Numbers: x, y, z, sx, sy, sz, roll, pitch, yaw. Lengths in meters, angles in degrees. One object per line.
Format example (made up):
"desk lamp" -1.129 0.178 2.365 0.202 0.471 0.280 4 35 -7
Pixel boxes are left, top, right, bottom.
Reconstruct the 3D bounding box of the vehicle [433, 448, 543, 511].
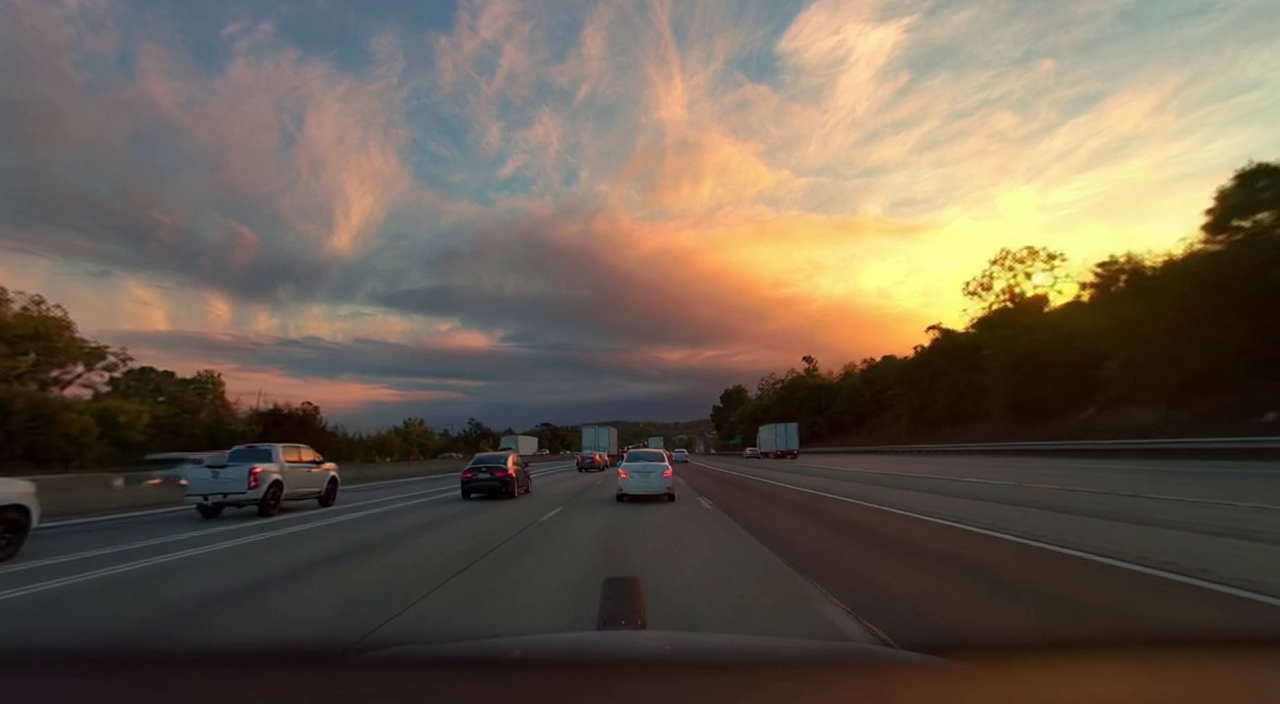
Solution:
"vehicle" -4.068 3.470 17.670 1.929 1.509 4.331 0 -9 1

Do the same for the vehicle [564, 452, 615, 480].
"vehicle" -2.851 6.263 34.912 1.952 1.402 4.184 2 -9 -16

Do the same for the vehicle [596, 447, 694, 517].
"vehicle" 0.110 3.055 15.315 2.057 1.449 3.931 0 -9 0

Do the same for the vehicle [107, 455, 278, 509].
"vehicle" -13.973 4.052 20.113 1.940 1.482 4.610 -1 -9 2
